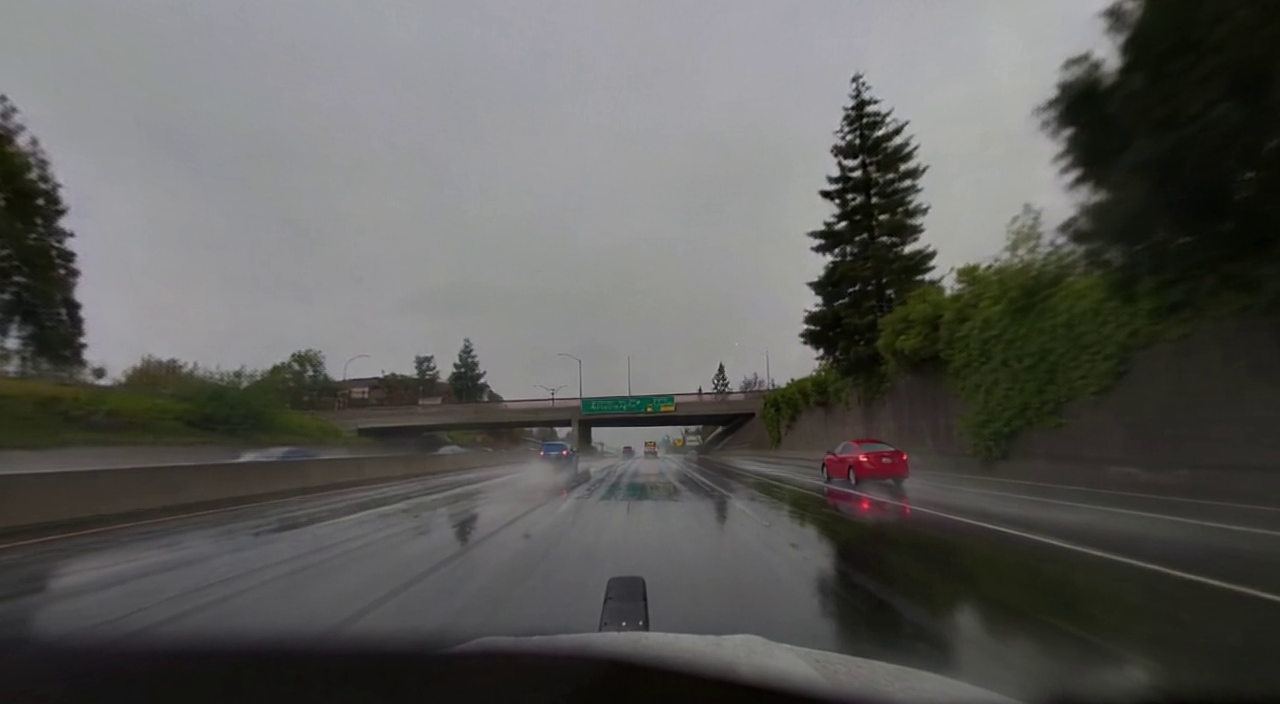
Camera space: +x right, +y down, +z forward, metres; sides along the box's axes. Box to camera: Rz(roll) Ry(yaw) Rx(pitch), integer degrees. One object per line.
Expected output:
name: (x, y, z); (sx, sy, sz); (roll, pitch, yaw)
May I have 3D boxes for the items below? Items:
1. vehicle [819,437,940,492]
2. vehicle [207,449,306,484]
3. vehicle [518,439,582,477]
vehicle: (7.179, 3.408, 19.490); (1.914, 1.465, 4.574); (0, -8, -1)
vehicle: (-17.545, 5.225, 29.134); (1.820, 1.487, 4.311); (0, -8, 1)
vehicle: (-3.956, 4.747, 28.530); (2.085, 1.533, 4.861); (0, -8, 1)
